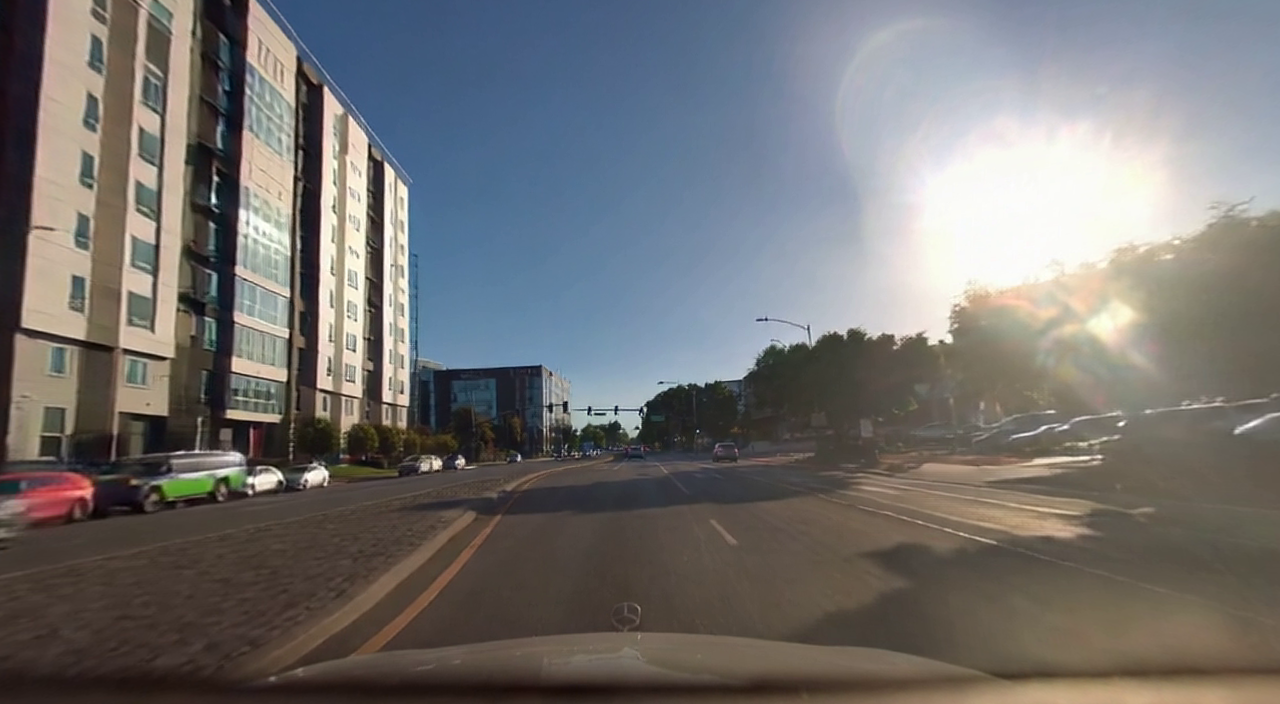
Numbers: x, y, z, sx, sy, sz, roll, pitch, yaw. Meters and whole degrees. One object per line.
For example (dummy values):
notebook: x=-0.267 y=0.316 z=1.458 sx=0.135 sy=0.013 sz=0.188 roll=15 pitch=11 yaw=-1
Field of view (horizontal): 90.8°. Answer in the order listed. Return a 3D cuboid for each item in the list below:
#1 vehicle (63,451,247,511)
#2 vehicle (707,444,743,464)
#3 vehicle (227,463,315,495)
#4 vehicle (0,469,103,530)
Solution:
vehicle: x=-19.176 y=5.080 z=25.589 sx=2.373 sy=2.077 sz=6.457 roll=0 pitch=-9 yaw=-1
vehicle: x=6.273 y=7.587 z=47.040 sx=1.992 sy=1.447 sz=4.414 roll=0 pitch=-9 yaw=-1
vehicle: x=-19.064 y=6.570 z=32.920 sx=1.850 sy=1.451 sz=4.450 roll=0 pitch=-9 yaw=1
vehicle: x=-19.027 y=4.386 z=18.958 sx=1.869 sy=1.606 sz=4.617 roll=0 pitch=-9 yaw=-2
